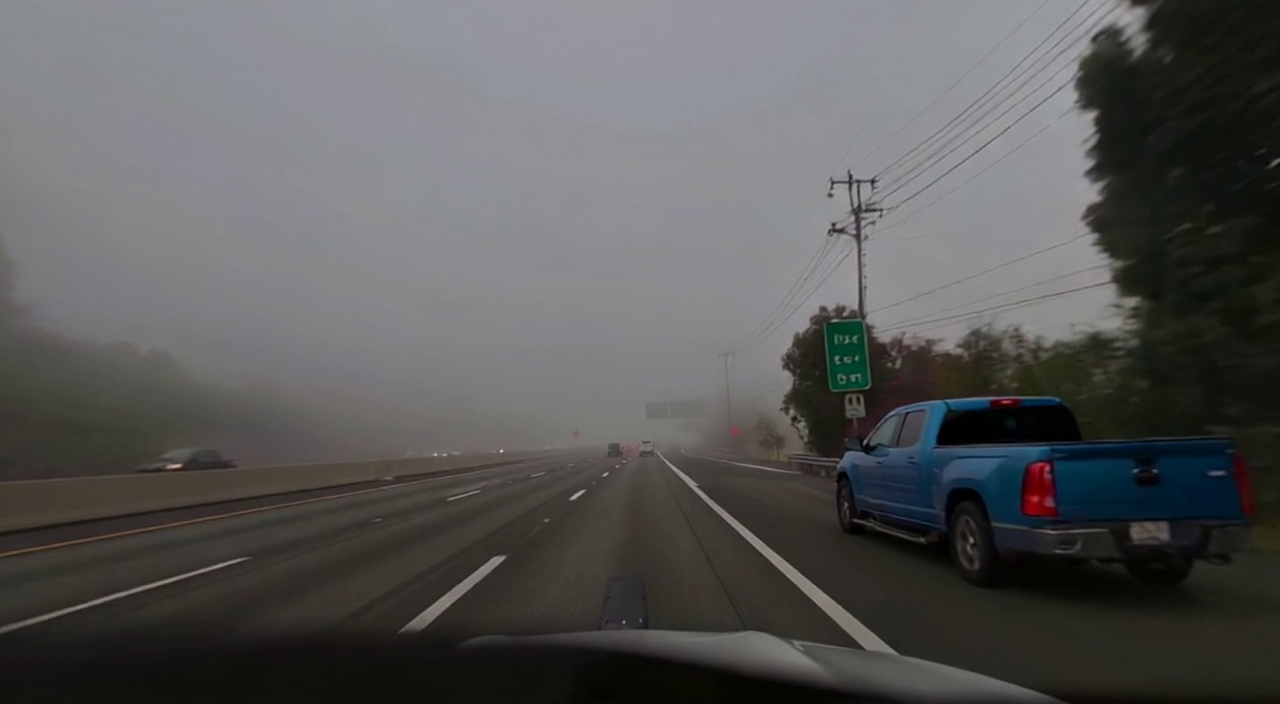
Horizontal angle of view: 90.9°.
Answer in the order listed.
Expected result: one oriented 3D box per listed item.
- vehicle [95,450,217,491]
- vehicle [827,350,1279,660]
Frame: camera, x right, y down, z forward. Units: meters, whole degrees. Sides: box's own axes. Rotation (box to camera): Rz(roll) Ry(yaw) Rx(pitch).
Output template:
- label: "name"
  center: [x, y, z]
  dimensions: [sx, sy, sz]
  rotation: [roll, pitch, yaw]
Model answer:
- label: "vehicle"
  center: [-24.014, 5.850, 31.608]
  dimensions: [1.932, 1.767, 5.179]
  rotation: [0, -8, 1]
- label: "vehicle"
  center: [3.817, 1.275, 6.457]
  dimensions: [2.186, 1.840, 5.289]
  rotation: [0, -8, 0]
